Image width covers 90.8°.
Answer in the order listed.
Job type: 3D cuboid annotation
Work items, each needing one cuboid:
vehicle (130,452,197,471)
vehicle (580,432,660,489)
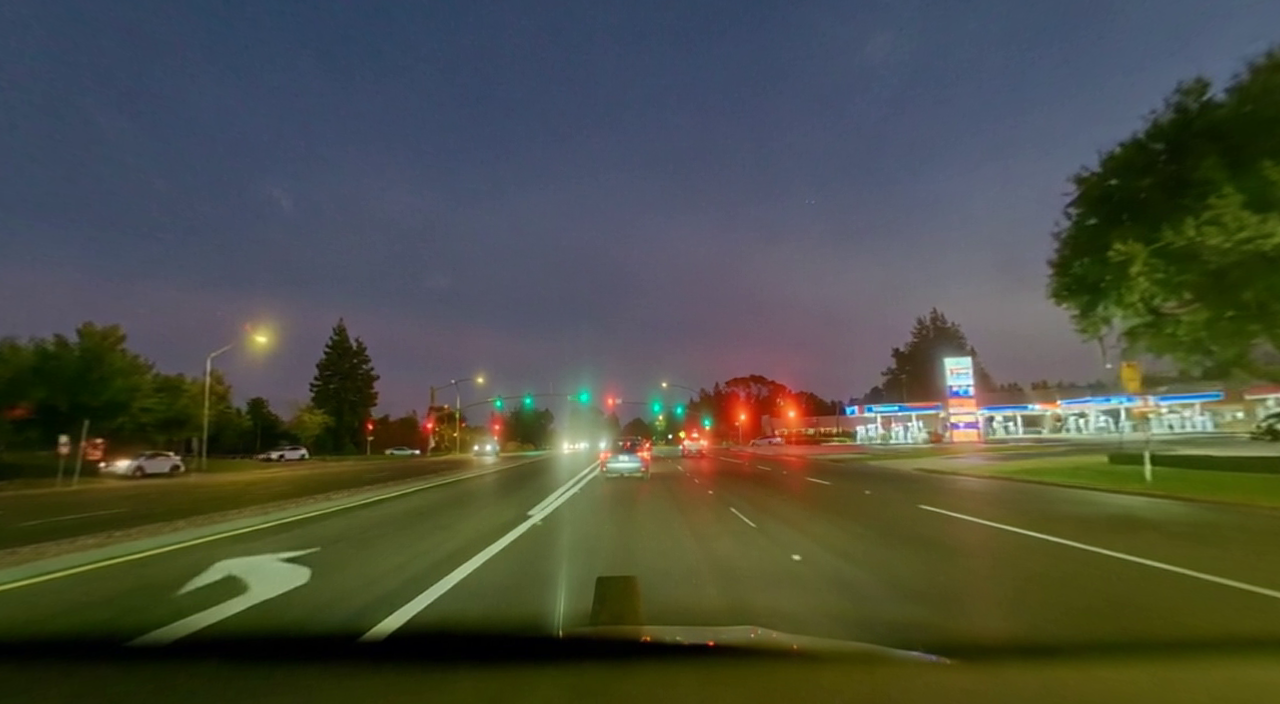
[{"bbox_3d":[-36.452,8.378,48.407,3.670,1.430,1.897,-1,-9,6],"label":"vehicle"},{"bbox_3d":[-0.509,3.046,18.021,2.040,1.451,3.736,0,-8,0],"label":"vehicle"}]
